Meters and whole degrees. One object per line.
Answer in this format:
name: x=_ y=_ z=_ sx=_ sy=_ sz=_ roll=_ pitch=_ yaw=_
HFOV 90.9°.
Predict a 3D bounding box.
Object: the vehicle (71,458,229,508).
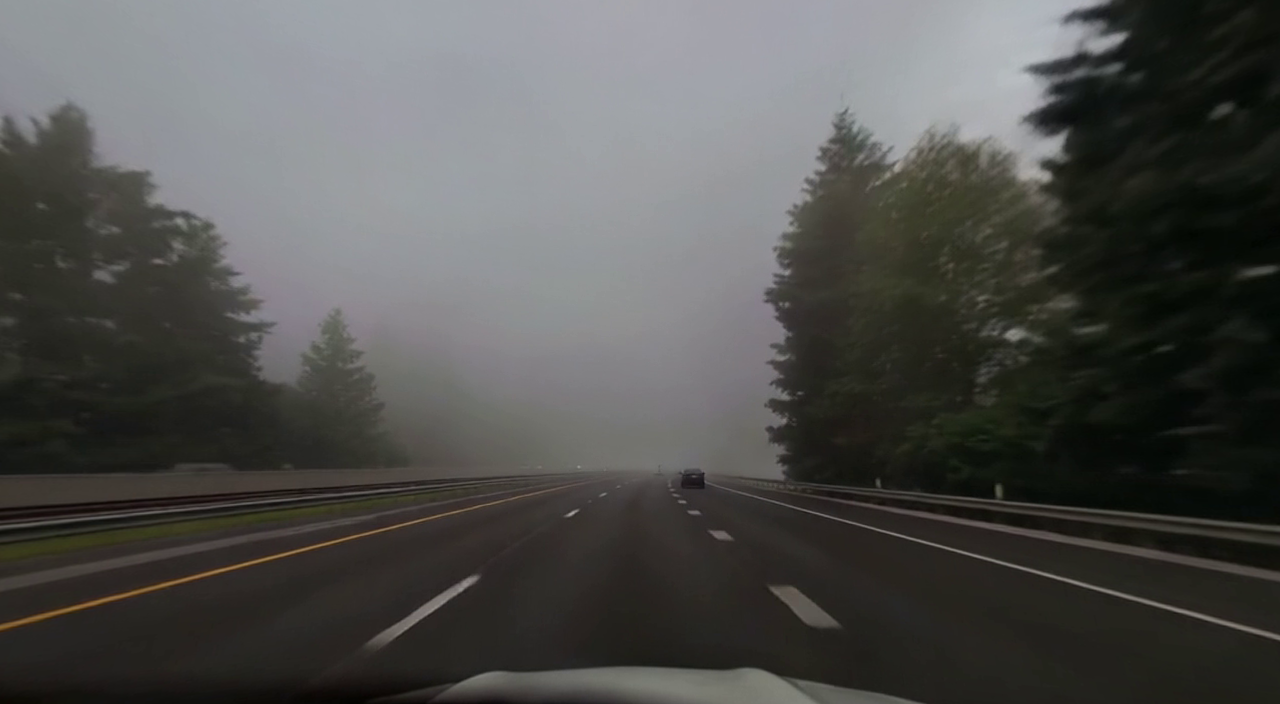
vehicle: x=-16.351 y=4.380 z=21.354 sx=2.023 sy=1.482 sz=3.976 roll=0 pitch=-10 yaw=2
